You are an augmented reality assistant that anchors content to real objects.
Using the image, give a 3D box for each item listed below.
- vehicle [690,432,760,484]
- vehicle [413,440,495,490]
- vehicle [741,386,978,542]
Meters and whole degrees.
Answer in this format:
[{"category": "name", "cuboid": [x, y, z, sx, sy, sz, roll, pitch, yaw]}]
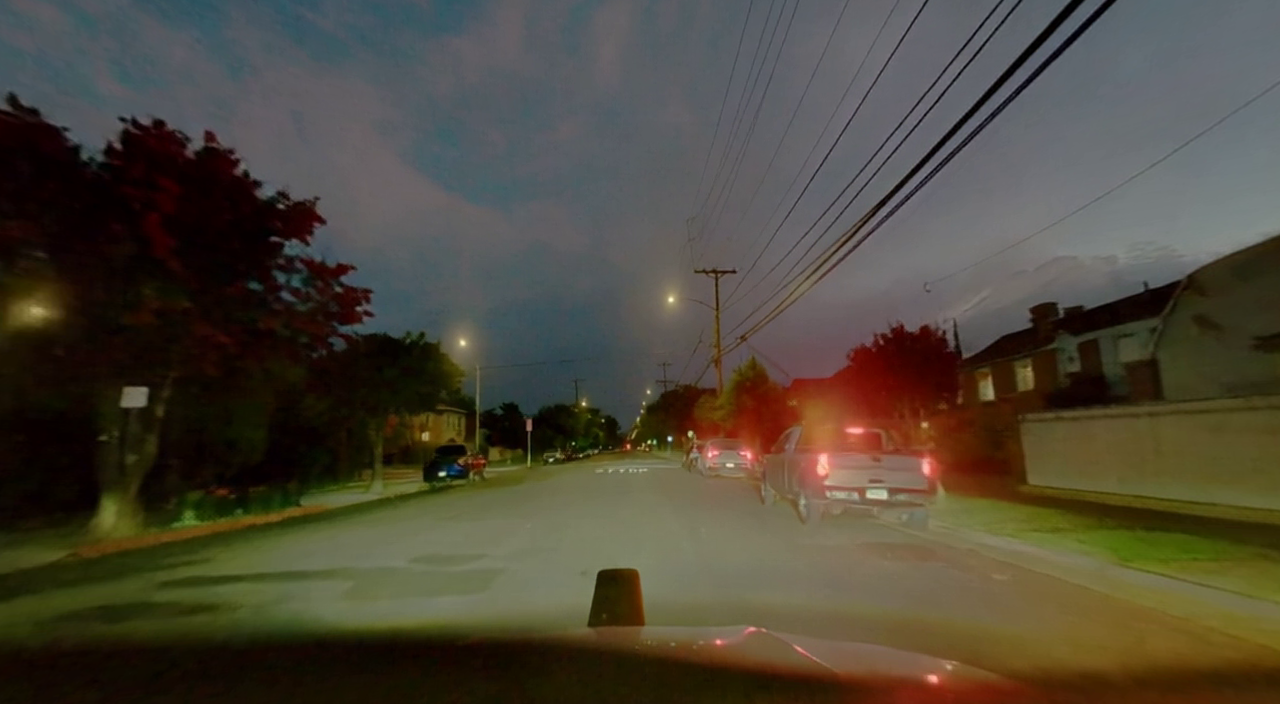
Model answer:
[{"category": "vehicle", "cuboid": [3.102, 3.998, 23.998, 1.993, 1.778, 4.311, 0, -9, 0]}, {"category": "vehicle", "cuboid": [-7.392, 4.585, 25.505, 1.980, 1.664, 4.342, -5, -11, 0]}, {"category": "vehicle", "cuboid": [3.386, 1.913, 11.340, 2.111, 2.054, 5.748, 0, -9, -1]}]
